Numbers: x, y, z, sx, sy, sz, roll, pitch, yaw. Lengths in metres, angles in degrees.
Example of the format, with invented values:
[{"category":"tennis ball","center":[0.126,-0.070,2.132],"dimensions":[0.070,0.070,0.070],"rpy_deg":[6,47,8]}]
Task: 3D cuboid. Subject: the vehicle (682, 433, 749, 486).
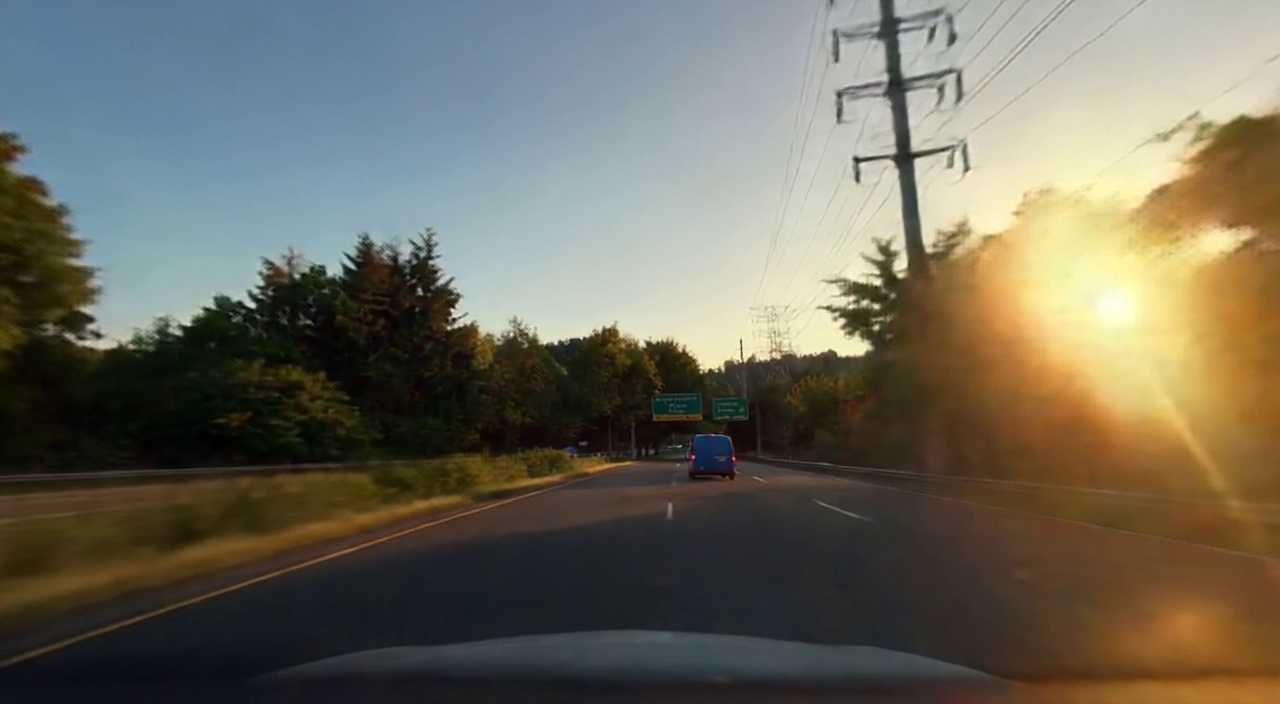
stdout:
[{"category":"vehicle","center":[3.017,4.445,26.362],"dimensions":[2.261,1.969,5.104],"rpy_deg":[0,-9,1]}]
